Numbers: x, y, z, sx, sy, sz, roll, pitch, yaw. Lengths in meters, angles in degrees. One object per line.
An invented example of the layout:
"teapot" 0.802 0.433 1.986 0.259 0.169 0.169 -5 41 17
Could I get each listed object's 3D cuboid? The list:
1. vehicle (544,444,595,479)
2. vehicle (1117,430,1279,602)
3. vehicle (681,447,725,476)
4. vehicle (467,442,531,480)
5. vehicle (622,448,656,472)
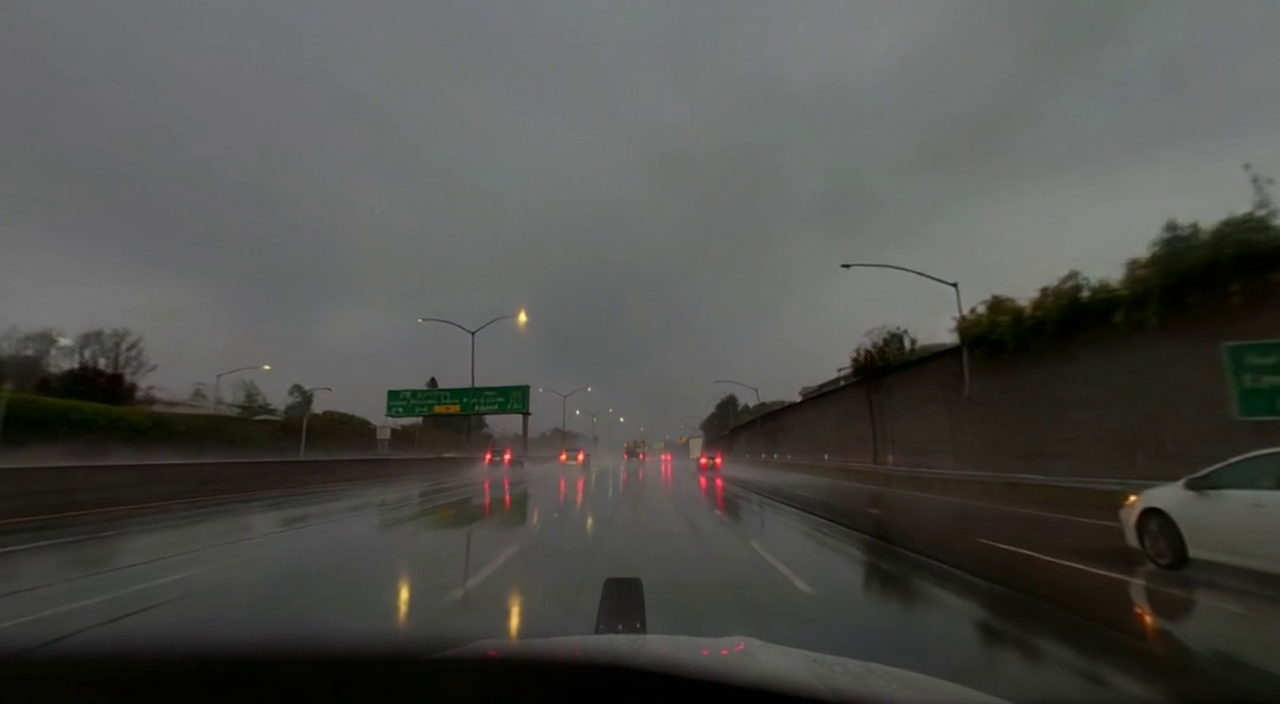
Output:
"vehicle" -3.578 5.616 32.689 2.091 1.664 4.157 0 -9 1
"vehicle" 6.938 1.479 5.512 1.981 1.587 4.519 0 -9 0
"vehicle" 3.625 6.380 36.939 2.077 1.527 4.553 0 -9 -1
"vehicle" -6.906 5.346 31.291 2.112 1.721 4.381 0 -9 1
"vehicle" -0.069 7.270 42.627 2.166 1.496 4.158 0 -9 0
